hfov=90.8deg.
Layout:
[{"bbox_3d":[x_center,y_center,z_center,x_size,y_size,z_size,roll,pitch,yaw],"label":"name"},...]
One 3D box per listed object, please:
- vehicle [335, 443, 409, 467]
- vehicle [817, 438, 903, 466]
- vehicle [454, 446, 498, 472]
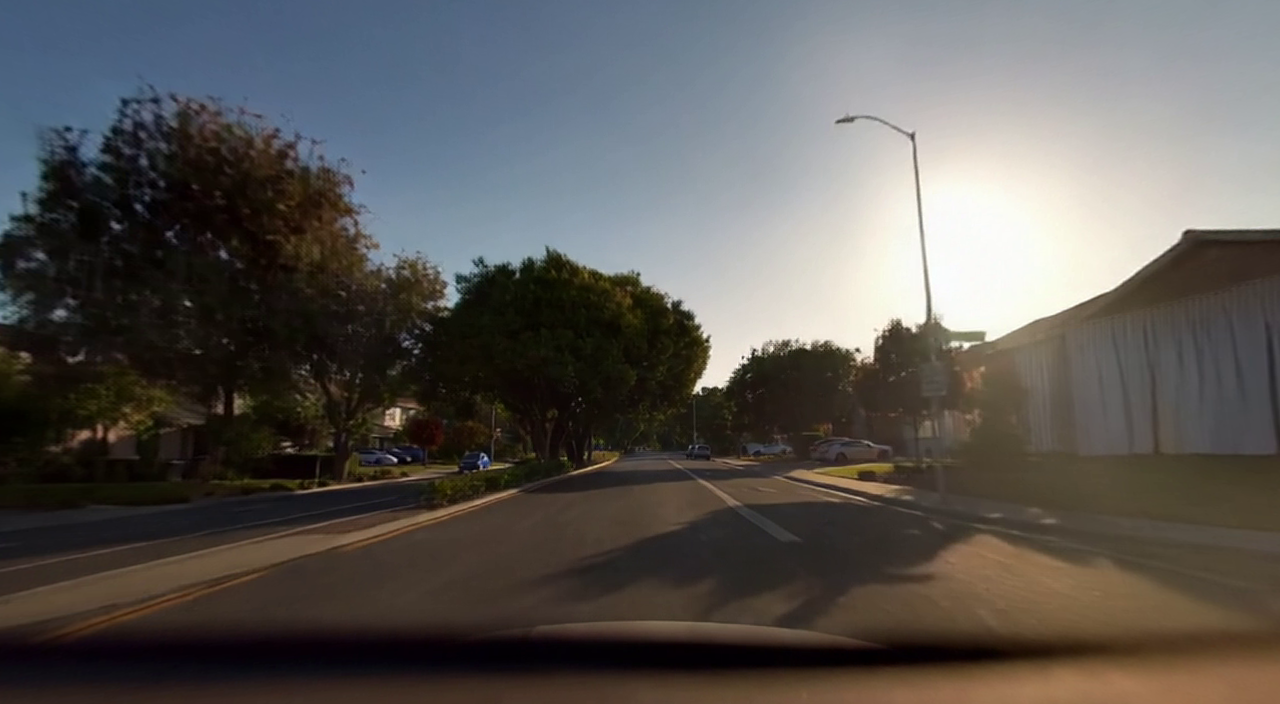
[{"bbox_3d":[-21.108,8.112,49.863,4.830,1.857,2.183,-1,-8,2],"label":"vehicle"},{"bbox_3d":[14.047,6.398,40.571,4.775,1.524,1.983,-3,-9,3],"label":"vehicle"},{"bbox_3d":[-11.341,7.447,43.933,2.020,1.691,4.308,-1,-10,-2],"label":"vehicle"}]
